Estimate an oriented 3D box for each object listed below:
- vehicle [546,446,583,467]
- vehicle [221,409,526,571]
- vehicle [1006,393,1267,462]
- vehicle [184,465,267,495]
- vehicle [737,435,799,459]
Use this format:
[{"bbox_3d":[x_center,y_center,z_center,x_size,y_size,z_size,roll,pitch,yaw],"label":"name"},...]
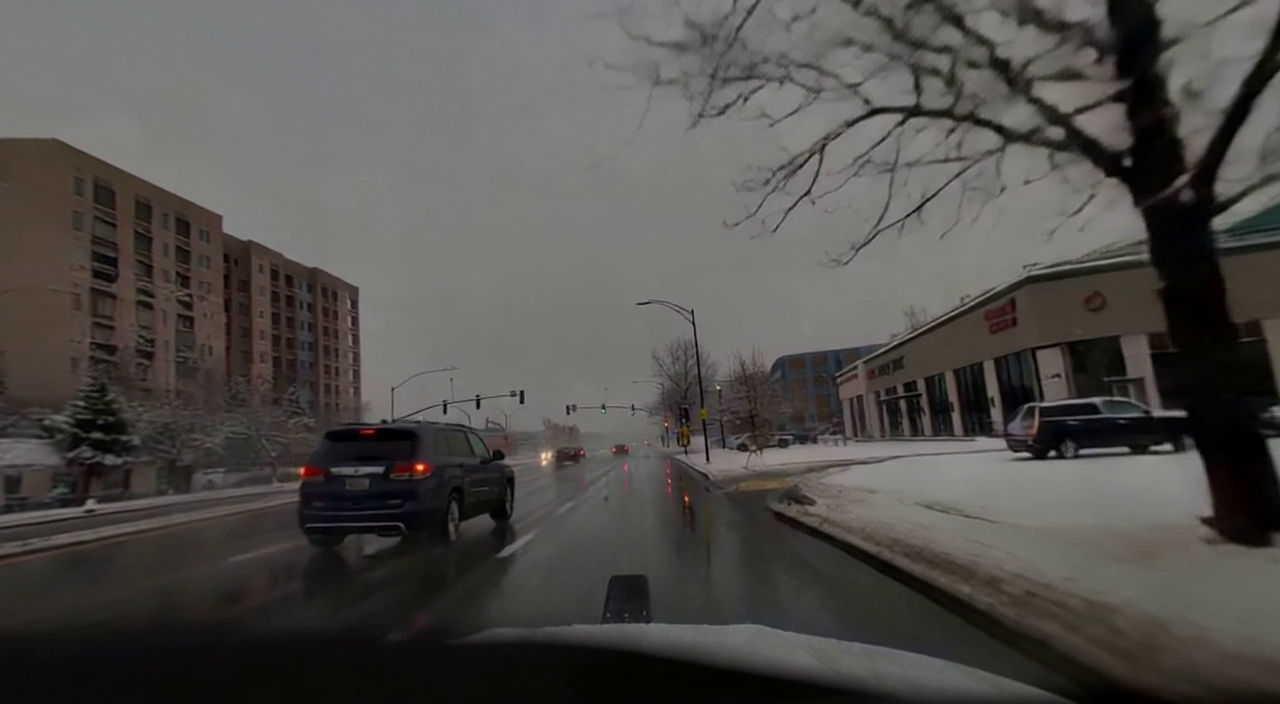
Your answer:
[{"bbox_3d":[-5.666,7.870,47.824,2.030,1.488,4.650,-1,-8,2],"label":"vehicle"},{"bbox_3d":[-3.348,1.863,9.347,2.277,1.743,4.893,0,-8,1],"label":"vehicle"},{"bbox_3d":[11.842,1.858,15.330,4.573,1.532,1.983,-1,-9,1],"label":"vehicle"},{"bbox_3d":[-27.954,8.589,42.540,4.398,1.737,1.950,6,-10,-37],"label":"vehicle"},{"bbox_3d":[9.864,7.358,48.890,4.361,1.550,2.087,1,-13,2],"label":"vehicle"}]
